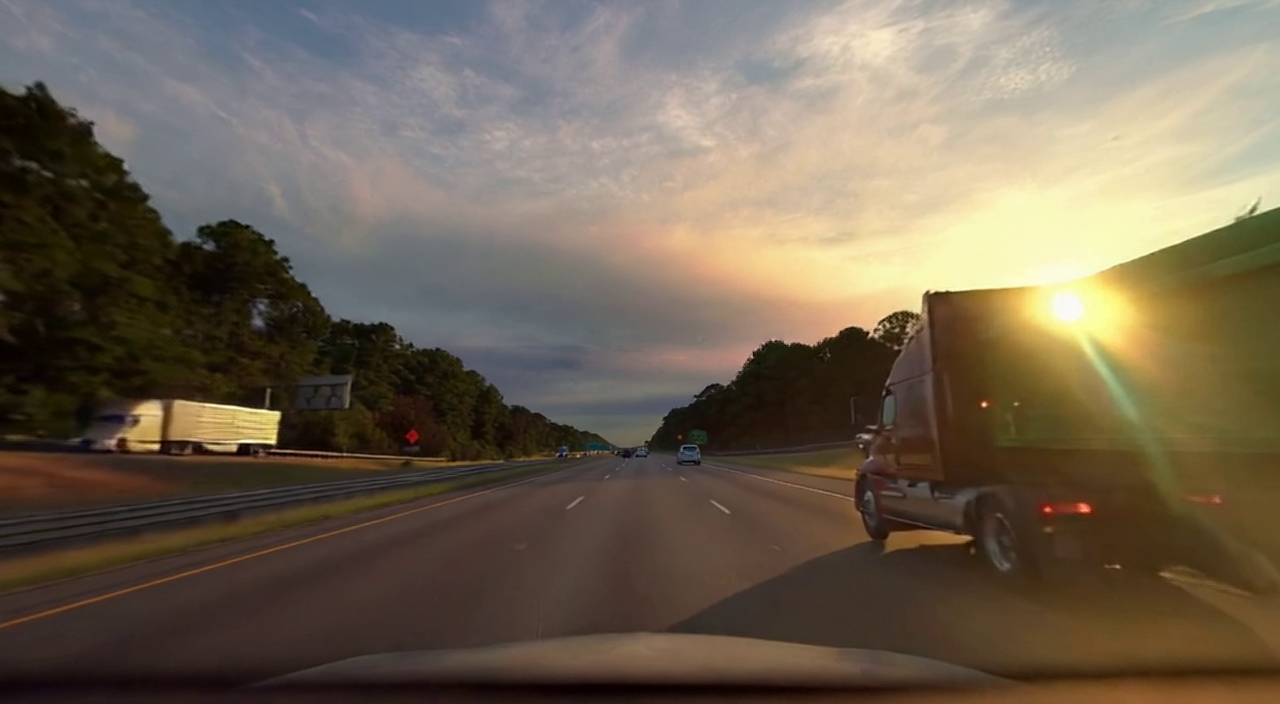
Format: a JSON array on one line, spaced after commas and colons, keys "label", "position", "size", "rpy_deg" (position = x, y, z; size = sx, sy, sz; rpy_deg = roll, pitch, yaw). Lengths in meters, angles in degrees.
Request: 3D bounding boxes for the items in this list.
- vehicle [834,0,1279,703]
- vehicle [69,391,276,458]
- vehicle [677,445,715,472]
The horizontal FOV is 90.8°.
[{"label": "vehicle", "position": [4.563, -0.810, 0.810], "size": [3.115, 4.407, 17.026], "rpy_deg": [0, -9, 0]}, {"label": "vehicle", "position": [-34.286, 5.776, 47.934], "size": [2.818, 4.231, 15.097], "rpy_deg": [-1, -9, 6]}, {"label": "vehicle", "position": [3.489, 6.698, 39.878], "size": [2.019, 1.601, 3.953], "rpy_deg": [0, -9, 0]}]
